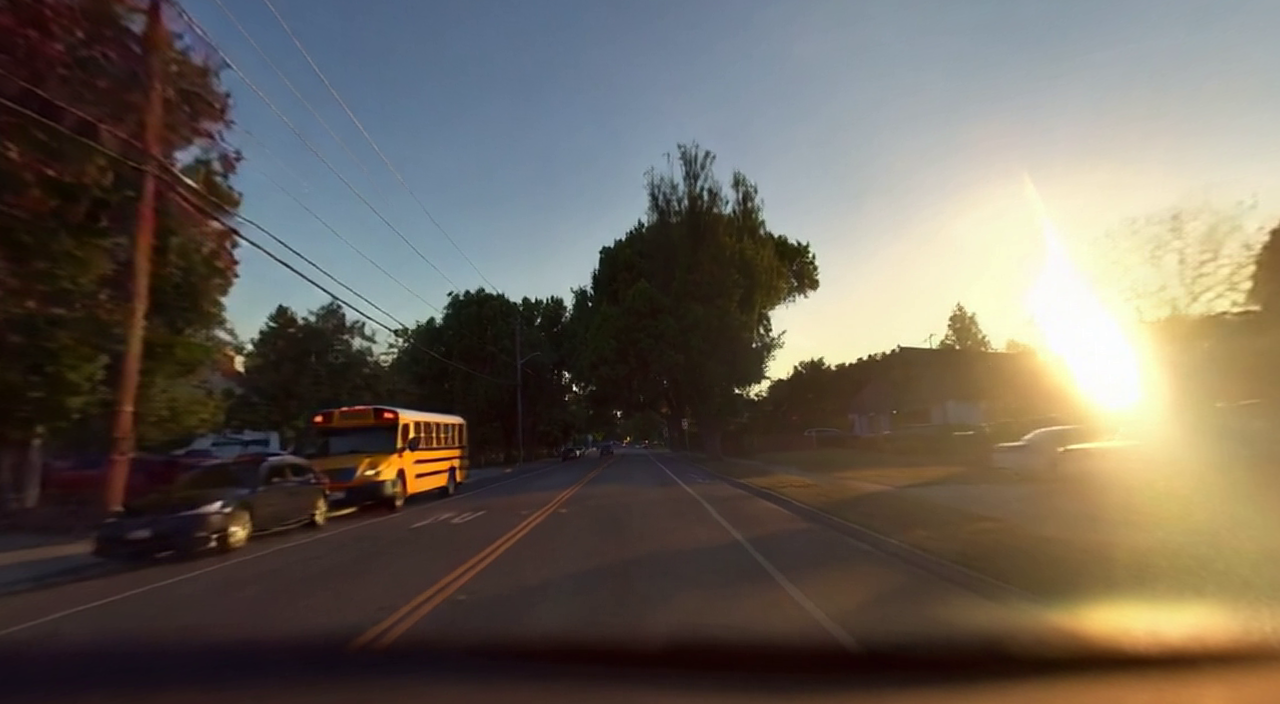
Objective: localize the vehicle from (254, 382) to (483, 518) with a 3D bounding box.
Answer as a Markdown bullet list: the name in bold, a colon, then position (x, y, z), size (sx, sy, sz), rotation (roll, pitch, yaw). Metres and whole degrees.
- **vehicle**: position (-6.689, 2.611, 17.094), size (2.835, 2.876, 7.091), rotation (0, -8, 1)

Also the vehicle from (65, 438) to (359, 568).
- **vehicle**: position (-6.792, 2.362, 10.816), size (2.023, 1.721, 4.418), rotation (0, -8, -2)
